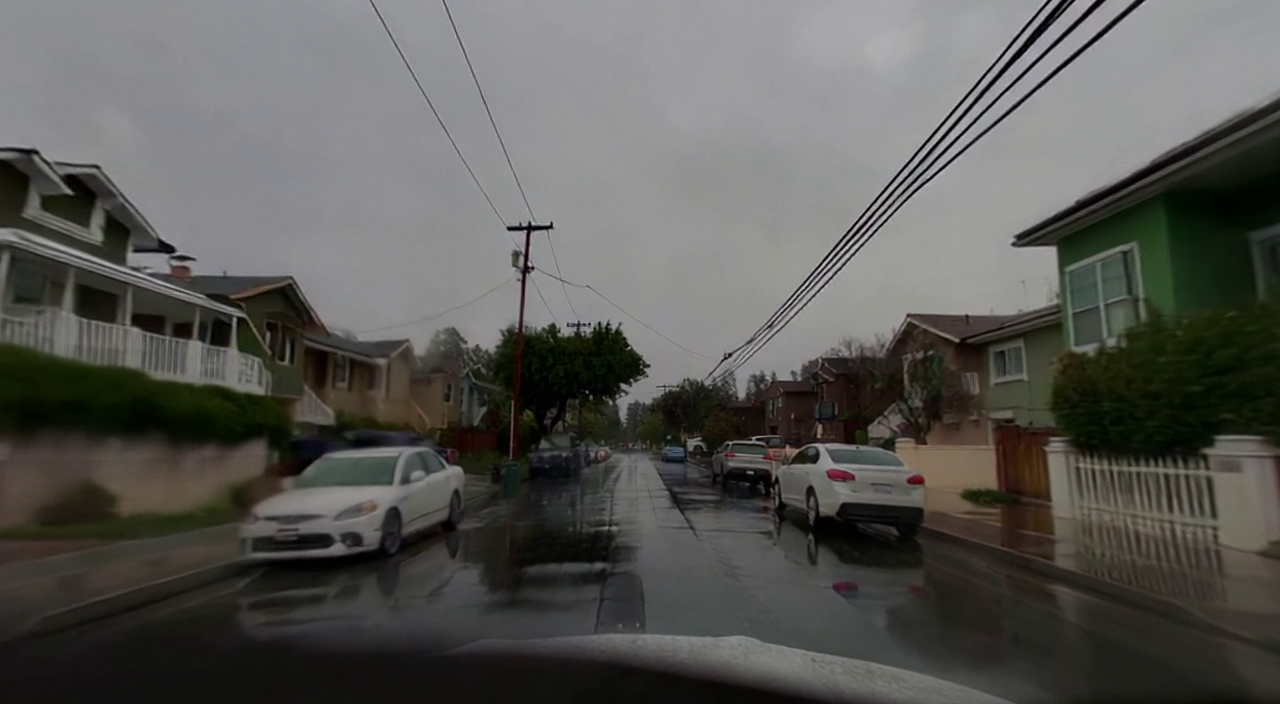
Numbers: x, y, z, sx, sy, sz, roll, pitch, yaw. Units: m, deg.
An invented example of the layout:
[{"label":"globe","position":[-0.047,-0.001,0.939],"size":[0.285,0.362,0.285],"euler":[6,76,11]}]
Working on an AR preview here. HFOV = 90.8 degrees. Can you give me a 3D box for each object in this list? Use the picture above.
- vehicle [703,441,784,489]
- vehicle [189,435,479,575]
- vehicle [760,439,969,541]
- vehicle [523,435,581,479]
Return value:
[{"label":"vehicle","position":[3.532,3.957,22.486],"size":[2.019,1.536,4.405],"euler":[0,-9,-2]},{"label":"vehicle","position":[-3.825,1.961,9.009],"size":[1.971,1.460,4.523],"euler":[0,-8,-2]},{"label":"vehicle","position":[3.704,2.344,11.521],"size":[1.862,1.452,4.737],"euler":[0,-9,-3]},{"label":"vehicle","position":[-4.023,4.899,29.798],"size":[2.057,1.887,5.053],"euler":[0,-8,0]}]
